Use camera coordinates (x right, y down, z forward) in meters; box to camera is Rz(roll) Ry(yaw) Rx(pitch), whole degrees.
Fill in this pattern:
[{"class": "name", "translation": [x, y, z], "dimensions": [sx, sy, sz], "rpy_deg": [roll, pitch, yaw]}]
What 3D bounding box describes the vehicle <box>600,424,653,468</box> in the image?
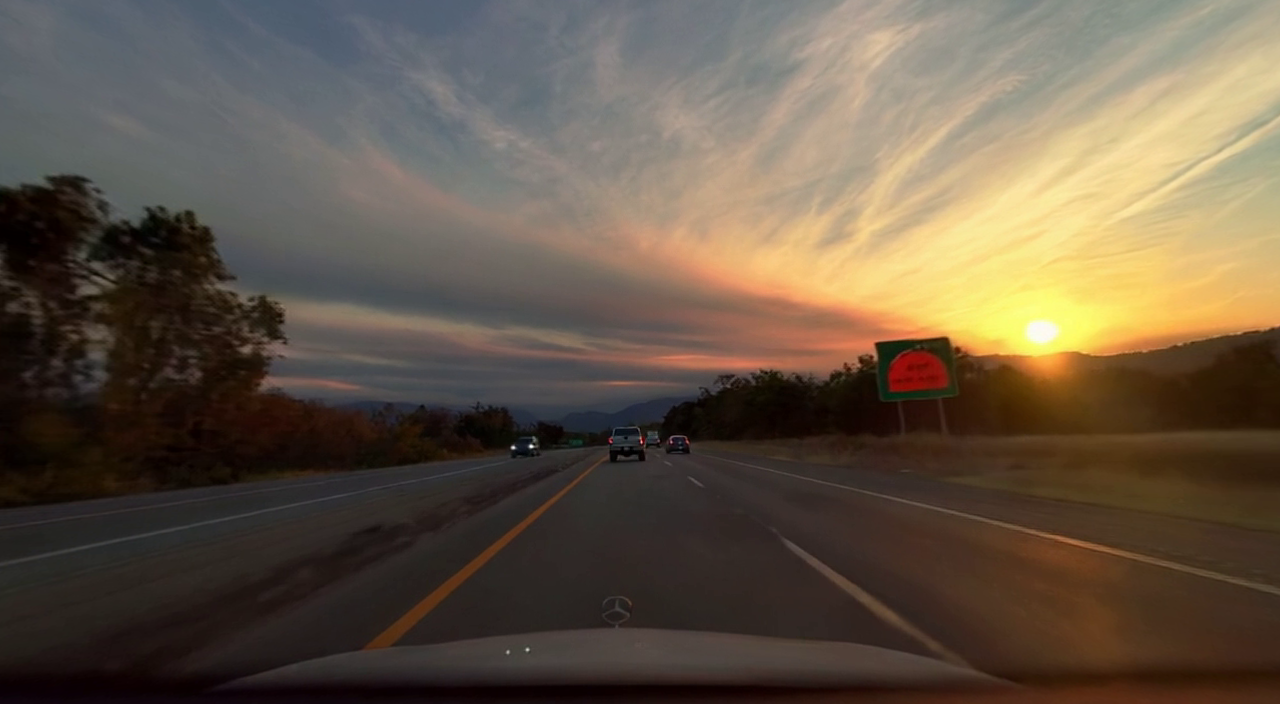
[{"class": "vehicle", "translation": [-0.692, 4.744, 32.021], "dimensions": [2.503, 2.044, 4.633], "rpy_deg": [0, -8, -1]}]
